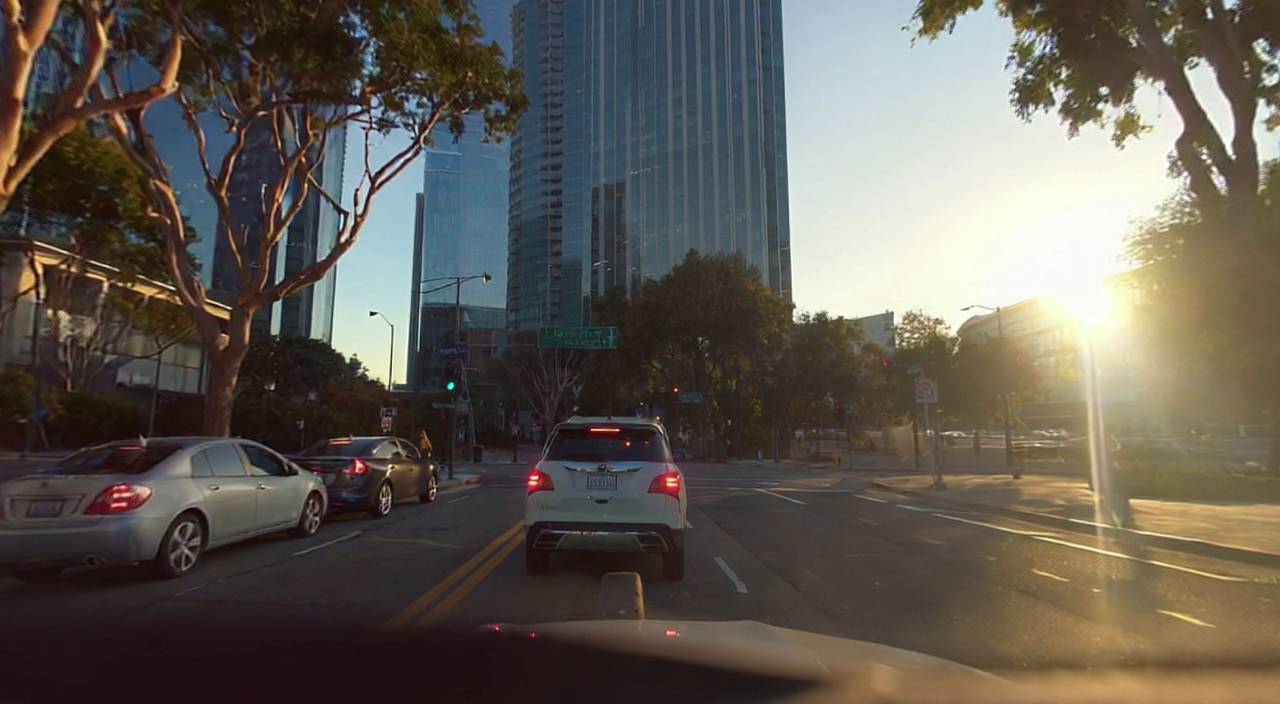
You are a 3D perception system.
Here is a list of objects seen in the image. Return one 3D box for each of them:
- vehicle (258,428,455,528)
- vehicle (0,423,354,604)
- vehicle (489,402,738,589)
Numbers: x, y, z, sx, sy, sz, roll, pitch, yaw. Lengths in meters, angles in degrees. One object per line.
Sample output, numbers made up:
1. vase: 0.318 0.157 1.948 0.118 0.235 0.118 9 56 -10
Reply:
1. vehicle: -5.876 2.658 13.965 2.077 1.791 4.751 0 -9 1
2. vehicle: -5.745 1.864 8.284 1.904 1.684 4.529 0 -9 -1
3. vehicle: -0.230 1.600 7.782 2.258 1.687 3.934 0 -9 0
